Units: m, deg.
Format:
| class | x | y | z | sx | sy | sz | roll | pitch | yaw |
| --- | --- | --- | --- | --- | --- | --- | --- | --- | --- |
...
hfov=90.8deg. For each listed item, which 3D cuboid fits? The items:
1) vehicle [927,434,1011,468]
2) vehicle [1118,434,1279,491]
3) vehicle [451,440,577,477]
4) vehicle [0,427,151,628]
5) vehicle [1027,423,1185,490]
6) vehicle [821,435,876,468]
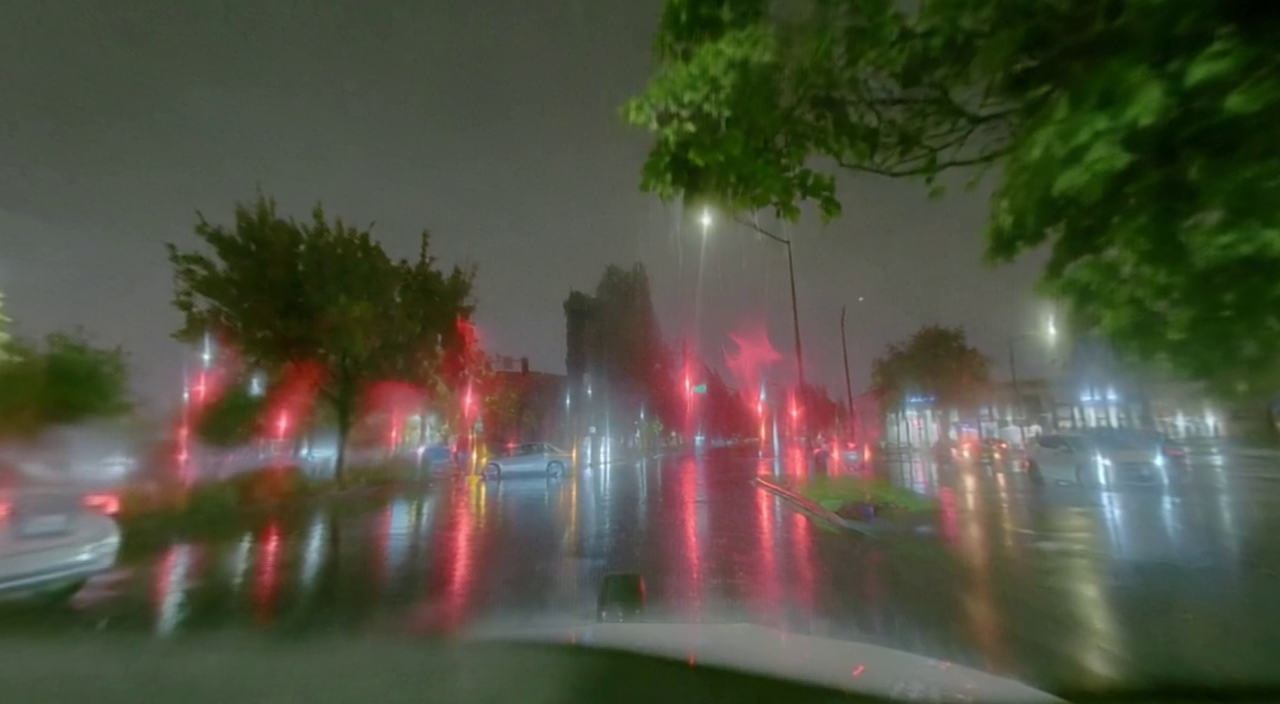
| class | x | y | z | sx | sy | sz | roll | pitch | yaw |
| --- | --- | --- | --- | --- | --- | --- | --- | --- | --- |
| vehicle | 15.451 | 4.673 | 29.949 | 1.951 | 1.491 | 4.359 | -1 | -8 | 5 |
| vehicle | 15.506 | 3.035 | 17.661 | 1.936 | 1.391 | 3.874 | -2 | -9 | 14 |
| vehicle | -5.304 | 4.517 | 26.922 | 4.792 | 1.468 | 2.116 | -2 | -9 | 12 |
| vehicle | -6.950 | 1.378 | 5.174 | 4.376 | 1.476 | 1.791 | 0 | -8 | 1 |
| vehicle | 13.108 | 2.964 | 18.190 | 1.921 | 1.657 | 4.400 | -2 | -9 | 12 |
| vehicle | 10.350 | 4.930 | 31.684 | 2.061 | 1.519 | 4.794 | -2 | -8 | 12 |
